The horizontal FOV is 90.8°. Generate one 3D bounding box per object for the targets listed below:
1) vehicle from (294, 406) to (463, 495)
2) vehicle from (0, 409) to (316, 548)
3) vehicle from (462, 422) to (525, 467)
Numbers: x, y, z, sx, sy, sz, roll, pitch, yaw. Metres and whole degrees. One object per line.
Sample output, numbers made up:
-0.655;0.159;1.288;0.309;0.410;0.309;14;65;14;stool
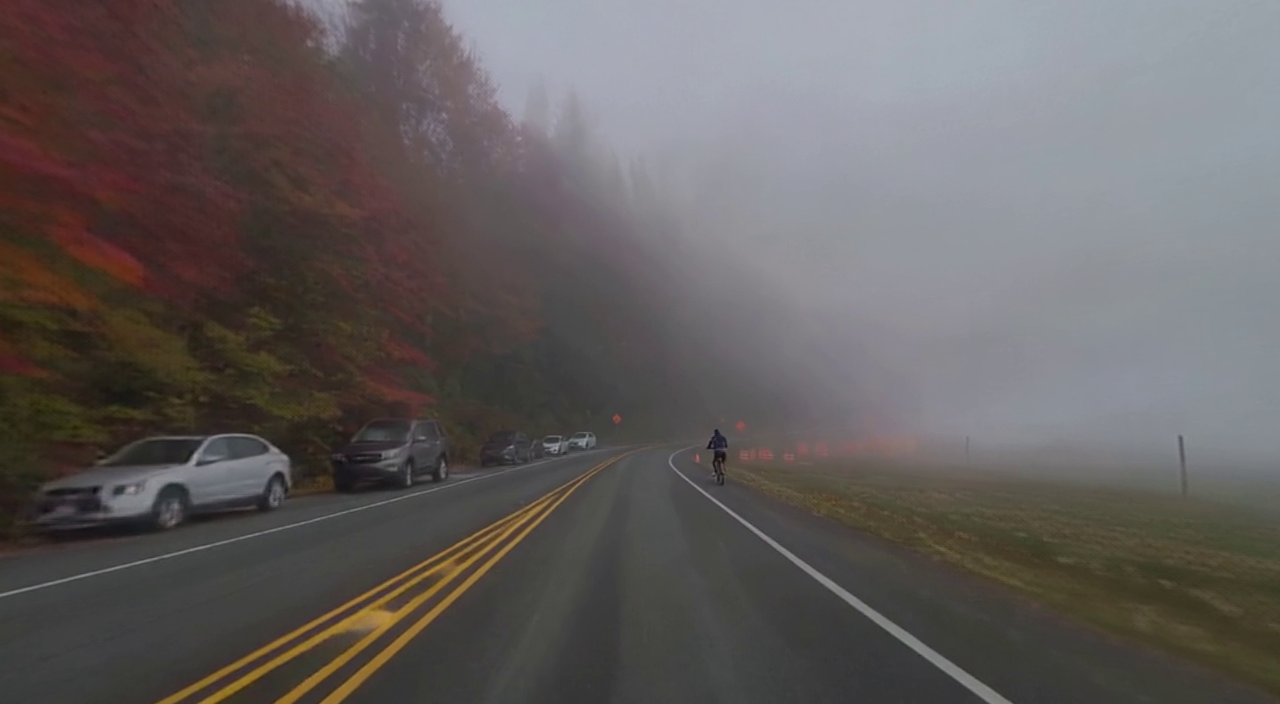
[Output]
-7.265;2.864;18.471;2.312;2.075;5.748;-3;-9;2;vehicle
-7.709;1.978;10.649;1.991;1.759;4.443;-3;-8;3;vehicle
-7.301;4.698;31.982;1.955;1.908;4.680;-5;-9;0;vehicle
